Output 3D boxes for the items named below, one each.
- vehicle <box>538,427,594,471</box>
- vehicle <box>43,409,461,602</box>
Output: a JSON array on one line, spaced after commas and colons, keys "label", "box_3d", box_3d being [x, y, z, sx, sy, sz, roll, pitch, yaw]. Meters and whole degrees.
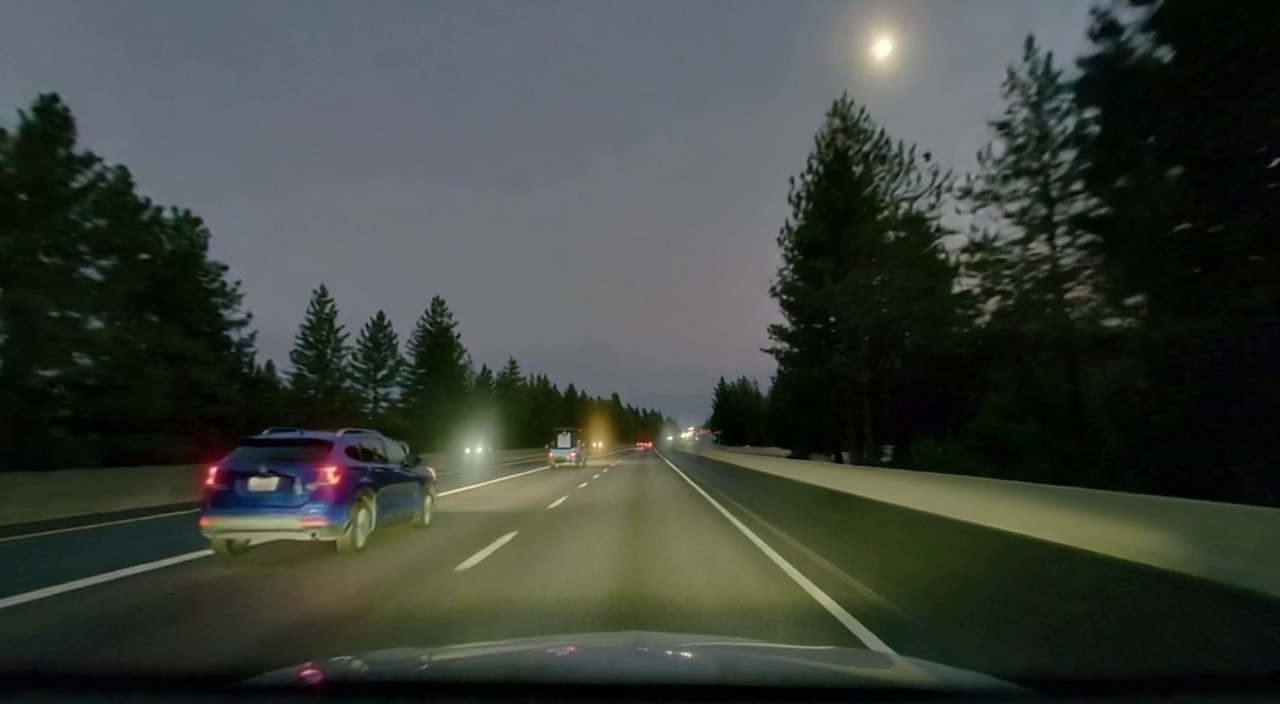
[{"label": "vehicle", "box_3d": [-3.729, 5.003, 32.506, 2.241, 2.095, 4.985, 0, -8, 0]}, {"label": "vehicle", "box_3d": [-3.914, 1.621, 7.632, 2.053, 1.589, 4.671, 0, -8, 1]}]
